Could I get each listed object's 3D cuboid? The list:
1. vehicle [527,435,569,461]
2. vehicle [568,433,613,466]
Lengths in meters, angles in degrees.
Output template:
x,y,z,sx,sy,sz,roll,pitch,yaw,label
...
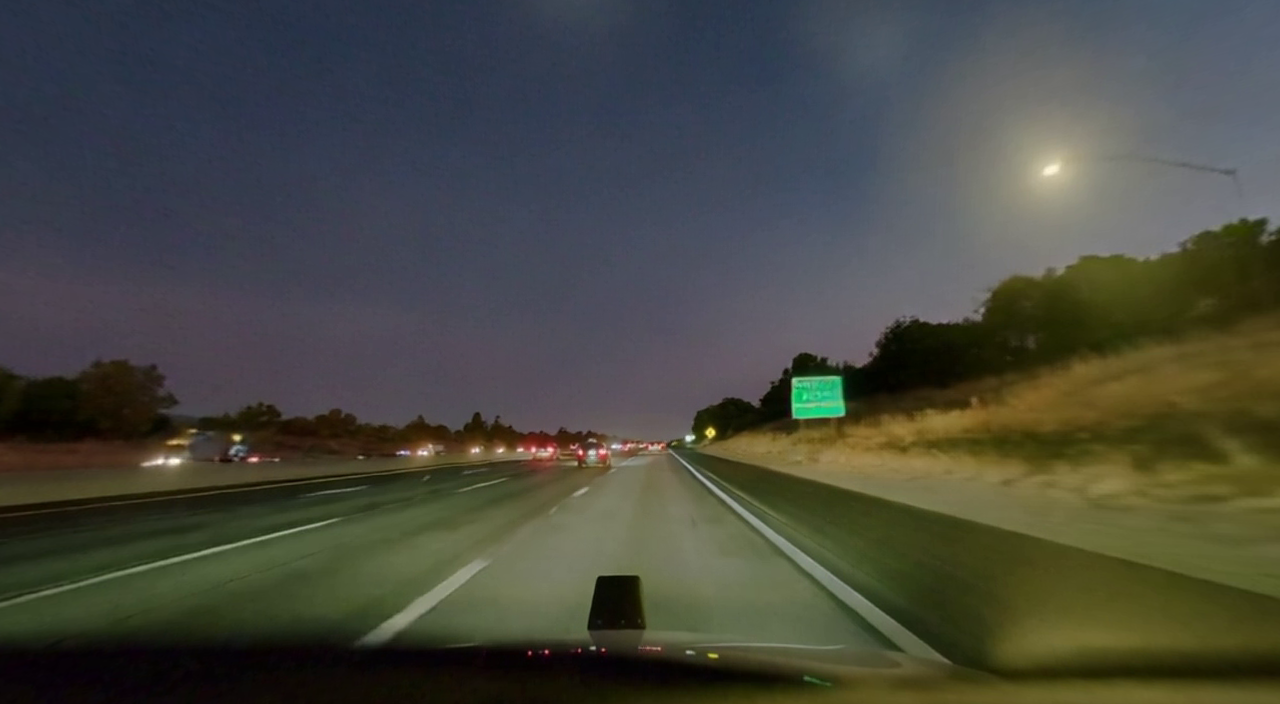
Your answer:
x,y,z,sx,sy,sz,roll,pitch,yaw,label
-6.476,6.838,44.644,2.078,1.729,4.722,0,-8,2,vehicle
-2.785,5.587,36.148,2.194,1.766,3.720,0,-8,1,vehicle
